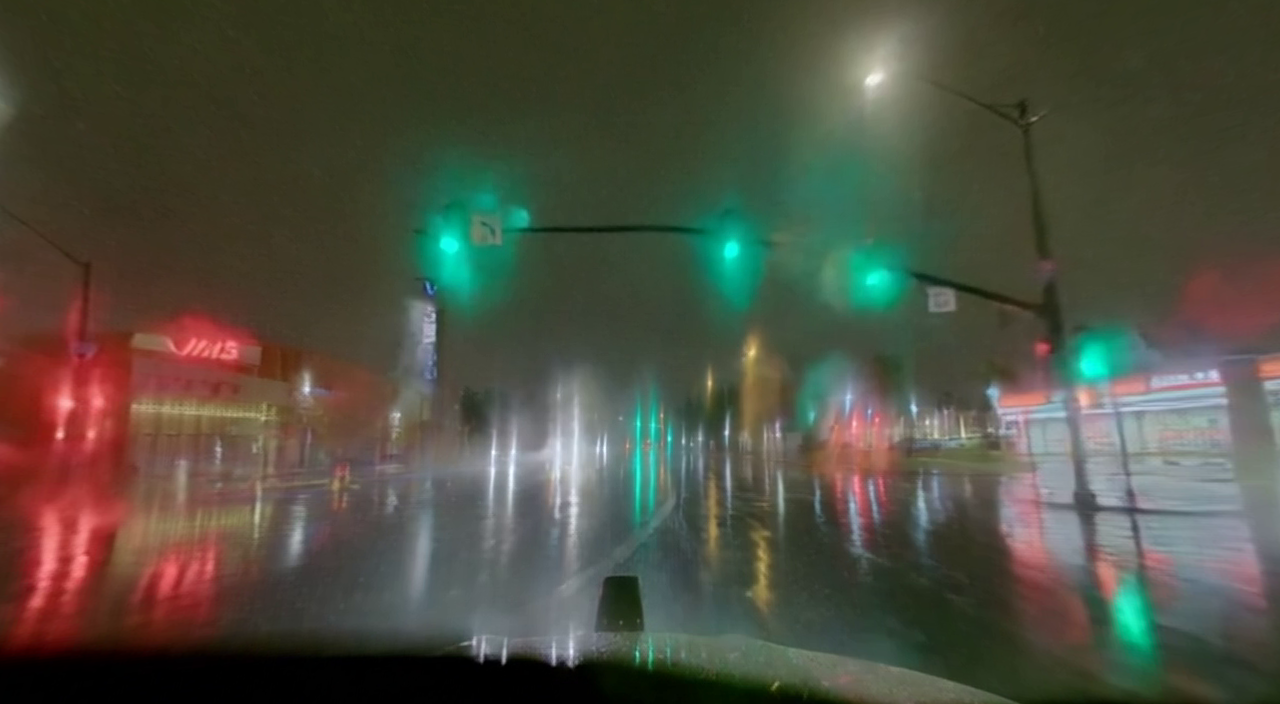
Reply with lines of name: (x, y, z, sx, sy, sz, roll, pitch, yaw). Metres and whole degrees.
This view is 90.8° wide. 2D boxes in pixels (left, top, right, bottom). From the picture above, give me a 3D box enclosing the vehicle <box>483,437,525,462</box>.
vehicle: (-9.717, 7.017, 45.411, 1.954, 1.694, 4.310, -1, -8, 2)
